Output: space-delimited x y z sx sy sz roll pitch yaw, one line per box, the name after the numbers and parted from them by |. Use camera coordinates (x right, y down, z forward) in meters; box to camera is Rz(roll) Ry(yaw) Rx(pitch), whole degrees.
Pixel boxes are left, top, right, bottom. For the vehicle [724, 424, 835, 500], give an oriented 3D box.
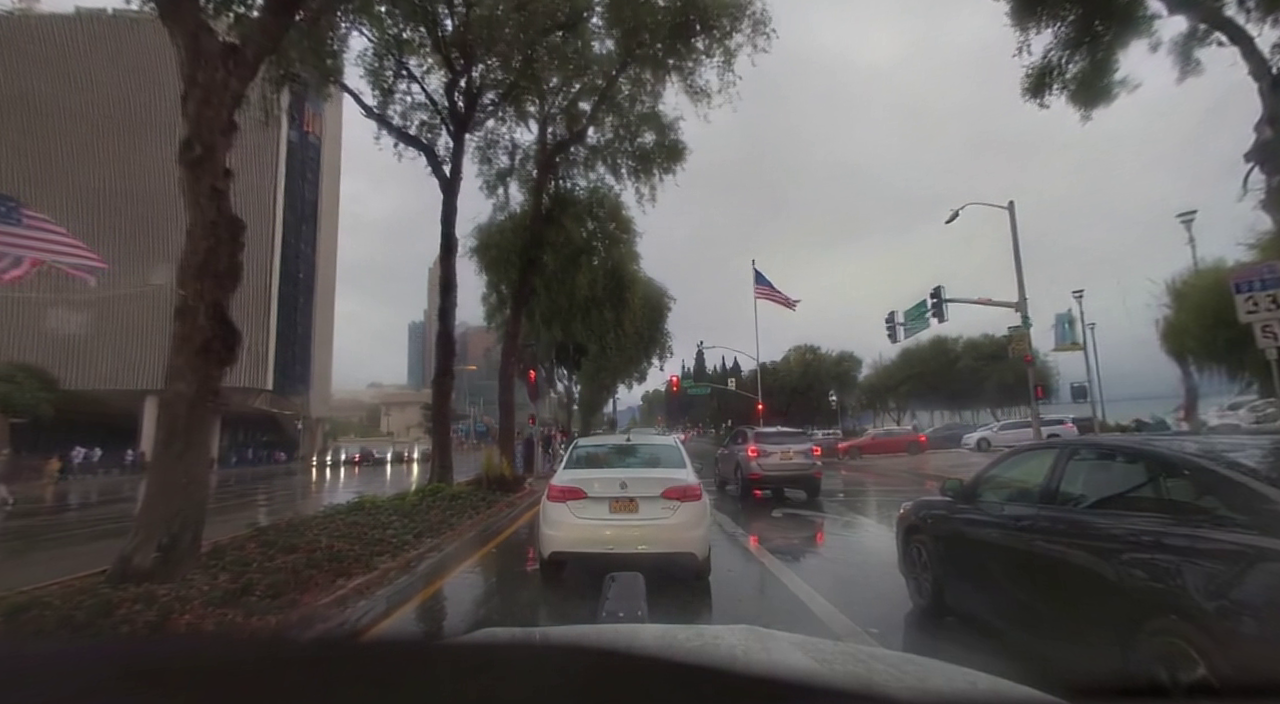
3.550 2.902 17.067 1.978 1.738 4.599 0 -8 0 | vehicle

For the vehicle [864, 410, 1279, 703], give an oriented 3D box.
3.367 1.278 4.643 1.833 1.465 4.258 0 -8 -1 | vehicle

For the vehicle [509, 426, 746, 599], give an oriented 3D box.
-0.127 1.710 7.567 2.096 1.521 3.747 0 -8 -1 | vehicle
